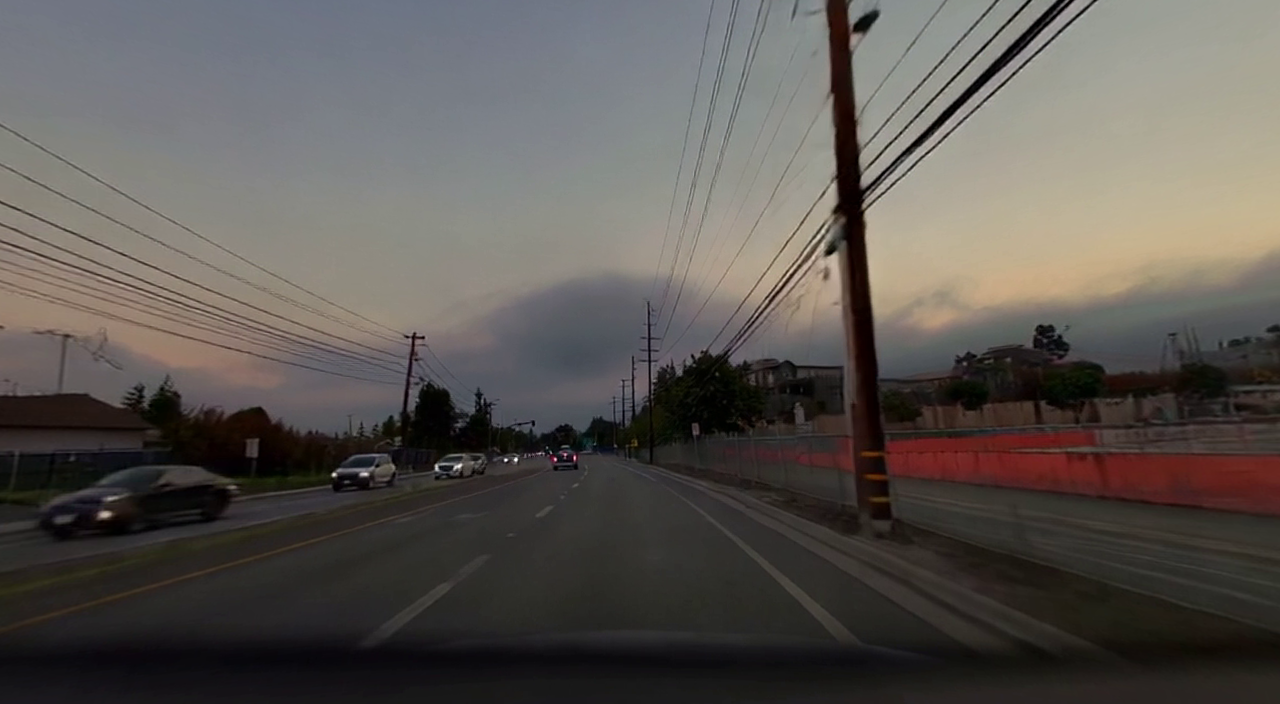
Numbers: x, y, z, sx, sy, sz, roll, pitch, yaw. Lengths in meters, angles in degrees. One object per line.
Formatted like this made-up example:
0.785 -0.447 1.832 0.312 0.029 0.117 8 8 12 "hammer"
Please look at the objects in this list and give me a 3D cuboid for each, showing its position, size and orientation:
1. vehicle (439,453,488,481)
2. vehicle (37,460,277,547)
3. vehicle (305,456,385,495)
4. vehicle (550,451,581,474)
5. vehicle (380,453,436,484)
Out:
-11.521 7.534 41.436 2.043 1.654 4.642 1 -9 -3 "vehicle"
-10.323 3.210 14.035 1.911 1.508 4.448 1 -9 -2 "vehicle"
-15.100 6.308 32.561 2.017 1.778 4.791 1 -9 -3 "vehicle"
-5.193 7.728 44.259 1.992 1.515 4.289 1 -9 -5 "vehicle"
-15.591 7.846 42.628 2.165 1.907 5.062 1 -9 -4 "vehicle"
